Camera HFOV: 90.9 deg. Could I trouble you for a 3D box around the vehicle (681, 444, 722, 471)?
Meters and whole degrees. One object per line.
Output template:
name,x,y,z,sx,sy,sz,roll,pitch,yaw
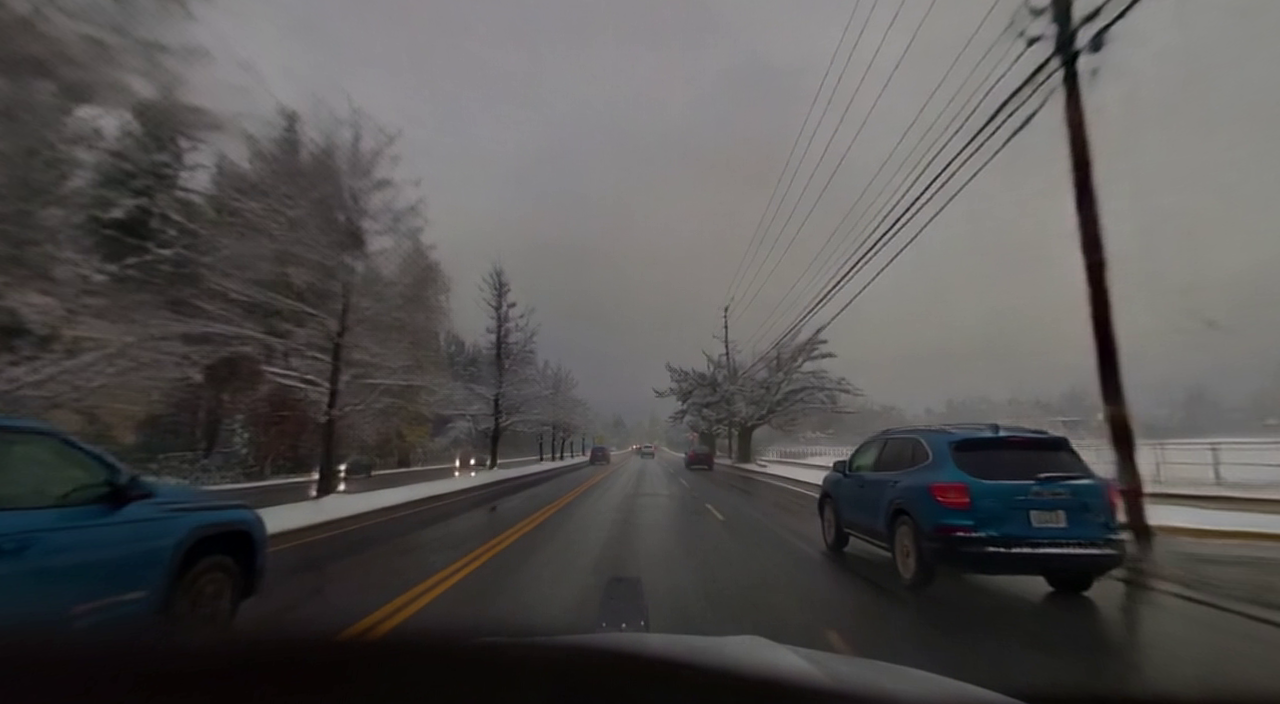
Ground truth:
vehicle,3.484,6.060,36.329,1.906,1.468,4.422,0,-9,0

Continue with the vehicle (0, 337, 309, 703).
vehicle,-3.689,0.842,2.614,2.104,1.785,4.494,0,-9,1

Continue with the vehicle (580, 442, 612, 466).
vehicle,-3.301,7.718,48.015,2.066,1.725,4.241,0,-9,1

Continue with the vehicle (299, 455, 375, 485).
vehicle,-16.201,6.313,34.014,1.875,1.469,4.344,0,-9,1

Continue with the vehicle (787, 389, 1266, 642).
vehicle,3.203,1.467,6.665,2.182,1.744,4.464,0,-9,0
